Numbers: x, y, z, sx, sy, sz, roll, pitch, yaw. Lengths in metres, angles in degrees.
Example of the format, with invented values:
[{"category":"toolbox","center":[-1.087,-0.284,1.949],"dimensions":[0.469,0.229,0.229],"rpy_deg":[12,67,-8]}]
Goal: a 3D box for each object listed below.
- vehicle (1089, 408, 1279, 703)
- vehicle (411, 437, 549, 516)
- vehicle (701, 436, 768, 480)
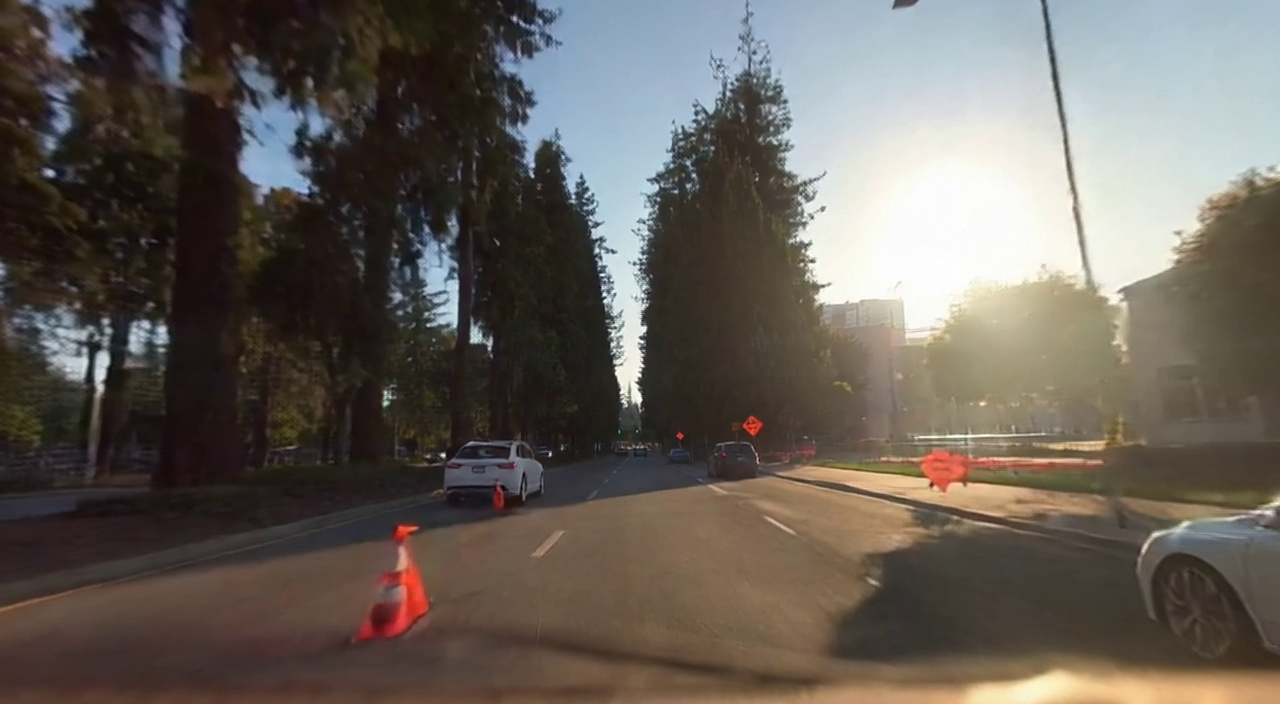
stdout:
[{"category":"vehicle","center":[4.068,0.926,2.463],"dimensions":[1.827,1.491,3.743],"rpy_deg":[0,-9,0]},{"category":"vehicle","center":[-3.337,2.687,14.095],"dimensions":[2.020,1.474,4.098],"rpy_deg":[0,-9,0]},{"category":"vehicle","center":[4.122,4.730,28.451],"dimensions":[2.159,1.793,4.735],"rpy_deg":[0,-9,-1]}]
